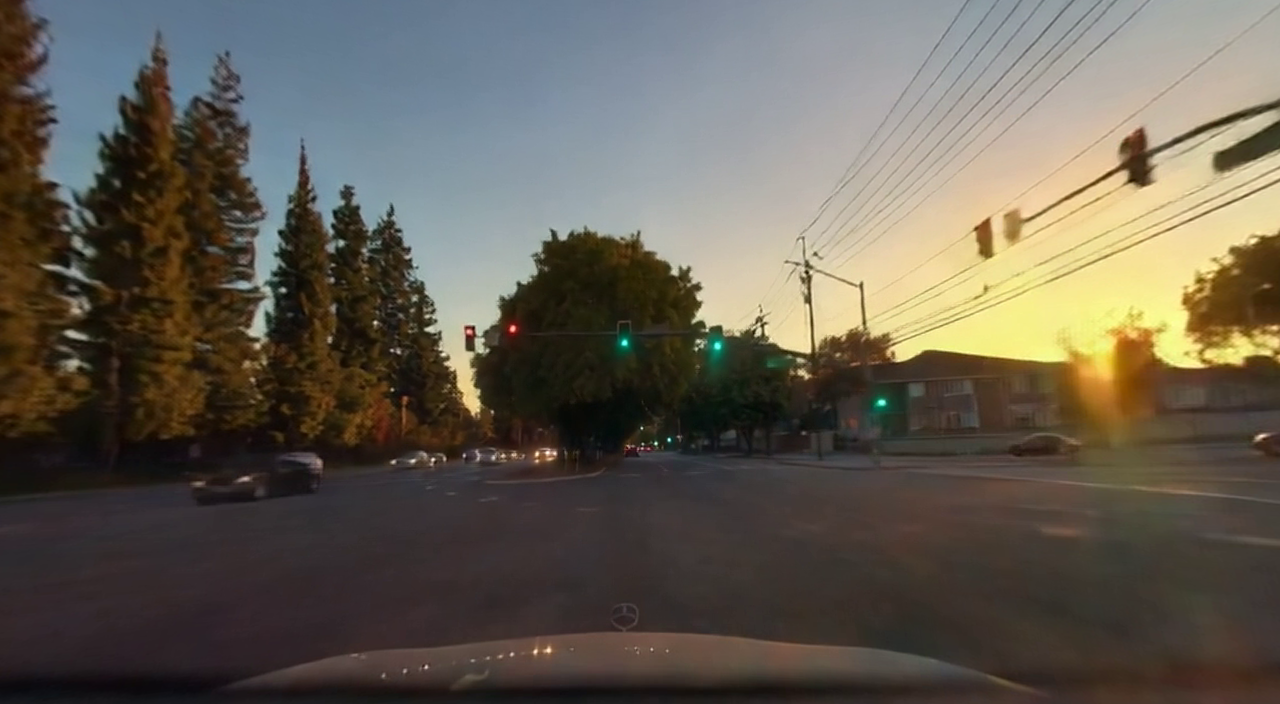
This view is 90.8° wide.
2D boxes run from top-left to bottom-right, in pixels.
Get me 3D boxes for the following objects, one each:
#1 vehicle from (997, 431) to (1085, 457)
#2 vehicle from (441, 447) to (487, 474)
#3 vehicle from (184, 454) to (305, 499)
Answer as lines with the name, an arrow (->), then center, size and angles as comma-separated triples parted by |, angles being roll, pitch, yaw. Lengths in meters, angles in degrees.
vehicle -> 24.944, 5.755, 39.345 | 4.439, 1.454, 1.842 | -7, -10, 34
vehicle -> -12.169, 7.466, 43.888 | 1.912, 1.509, 4.425 | -4, -7, -1
vehicle -> -15.154, 4.761, 24.539 | 1.891, 1.484, 4.441 | -1, -9, -1
